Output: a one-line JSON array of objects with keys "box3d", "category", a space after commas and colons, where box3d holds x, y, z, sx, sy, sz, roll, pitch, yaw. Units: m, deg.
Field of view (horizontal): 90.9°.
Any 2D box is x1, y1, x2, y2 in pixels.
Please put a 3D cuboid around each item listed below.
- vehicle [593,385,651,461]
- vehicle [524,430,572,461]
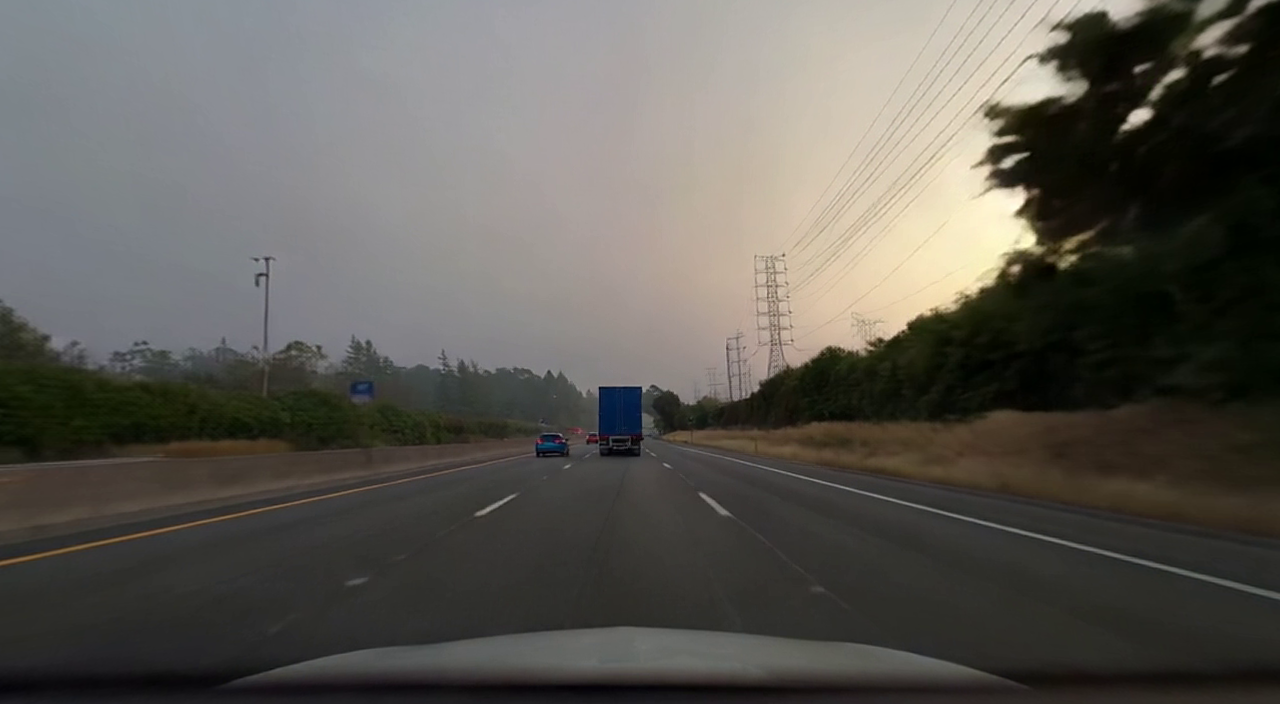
[{"box3d": [-1.062, 4.285, 37.068, 2.955, 3.851, 9.915, 0, -8, -2], "category": "vehicle"}, {"box3d": [-5.235, 5.378, 36.461, 2.117, 1.618, 4.480, 0, -8, -1], "category": "vehicle"}]
